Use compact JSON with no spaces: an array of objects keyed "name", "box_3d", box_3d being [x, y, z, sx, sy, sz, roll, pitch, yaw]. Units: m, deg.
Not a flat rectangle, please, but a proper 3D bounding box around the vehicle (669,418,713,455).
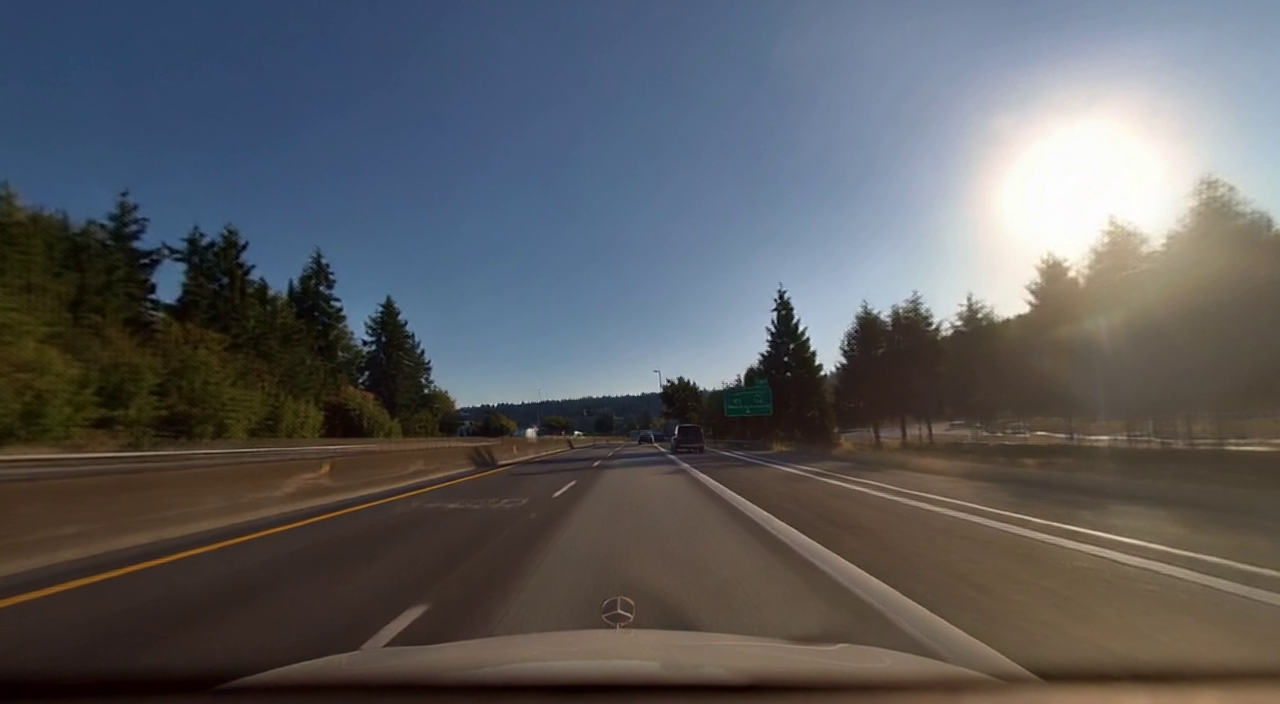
[{"name":"vehicle","box_3d":[3.323,5.642,42.016,2.450,2.314,4.753,0,-8,-1]}]
